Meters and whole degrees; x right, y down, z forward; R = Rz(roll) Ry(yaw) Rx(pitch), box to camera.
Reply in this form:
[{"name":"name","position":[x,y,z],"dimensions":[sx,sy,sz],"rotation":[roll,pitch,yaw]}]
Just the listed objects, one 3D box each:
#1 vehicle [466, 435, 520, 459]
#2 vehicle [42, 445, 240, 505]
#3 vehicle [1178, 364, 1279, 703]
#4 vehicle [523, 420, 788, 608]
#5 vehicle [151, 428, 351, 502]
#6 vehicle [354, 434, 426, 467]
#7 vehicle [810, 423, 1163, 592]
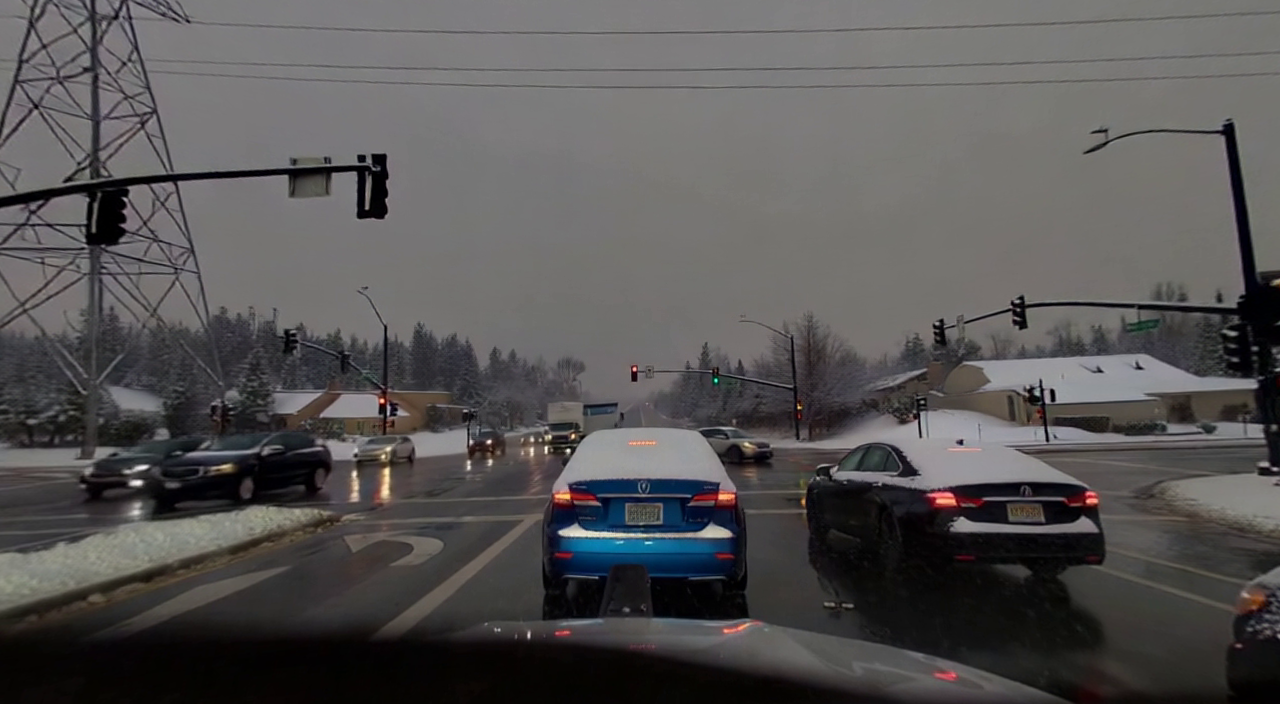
[{"name":"vehicle","position":[-9.309,6.089,40.408],"dimensions":[1.992,1.480,4.743],"rotation":[-1,-9,4]},{"name":"vehicle","position":[-14.129,3.463,18.303],"dimensions":[1.982,1.469,4.583],"rotation":[0,-8,0]},{"name":"vehicle","position":[3.406,0.591,0.628],"dimensions":[1.926,1.614,4.330],"rotation":[0,-8,1]},{"name":"vehicle","position":[0.108,1.598,7.128],"dimensions":[2.117,1.474,4.036],"rotation":[0,-8,0]},{"name":"vehicle","position":[-10.332,3.030,17.390],"dimensions":[2.239,1.719,4.948],"rotation":[-1,-8,1]},{"name":"vehicle","position":[-14.022,5.562,35.671],"dimensions":[1.955,1.694,4.625],"rotation":[-1,-8,3]},{"name":"vehicle","position":[3.648,1.685,7.723],"dimensions":[1.835,1.473,4.190],"rotation":[0,-8,-2]}]
